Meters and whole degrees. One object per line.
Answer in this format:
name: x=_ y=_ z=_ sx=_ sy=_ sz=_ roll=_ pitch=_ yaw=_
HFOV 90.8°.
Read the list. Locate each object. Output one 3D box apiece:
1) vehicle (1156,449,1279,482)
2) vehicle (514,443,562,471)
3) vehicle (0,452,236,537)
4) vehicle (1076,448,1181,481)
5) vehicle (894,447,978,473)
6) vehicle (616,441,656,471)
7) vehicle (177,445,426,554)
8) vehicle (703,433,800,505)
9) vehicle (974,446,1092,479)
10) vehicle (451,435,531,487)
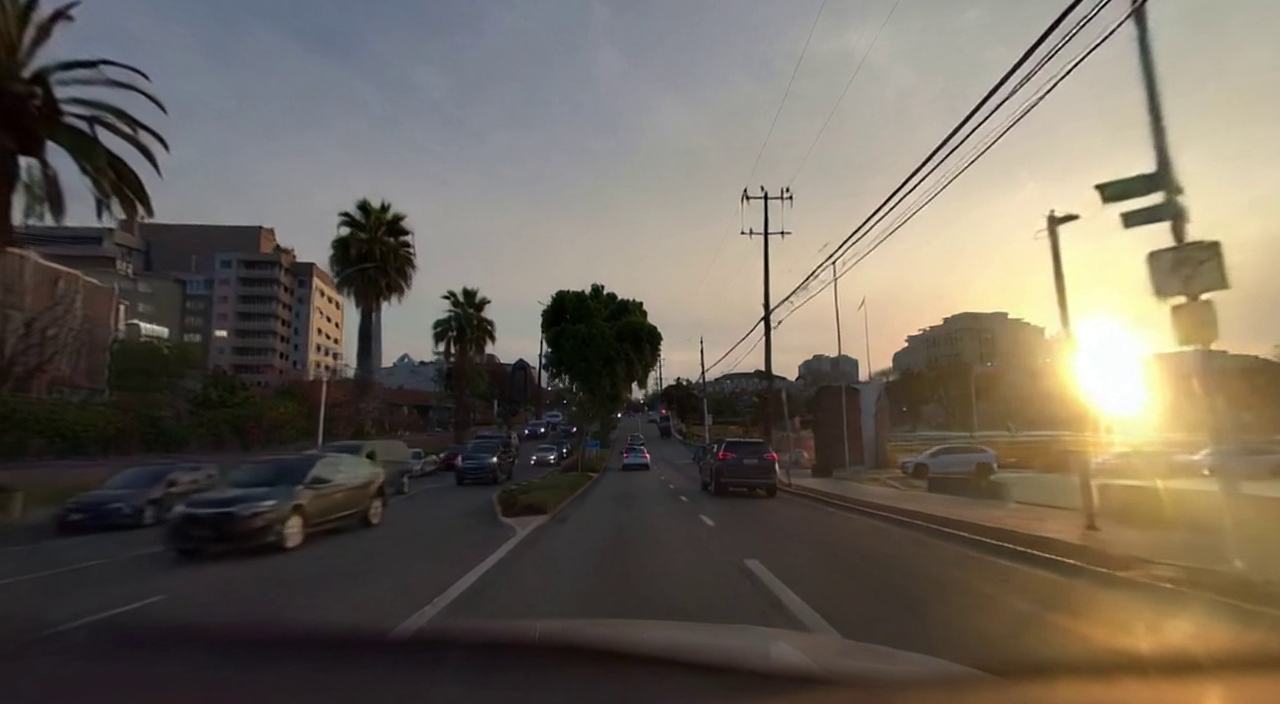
vehicle: x=30.030 y=5.888 z=32.850 sx=4.463 sy=1.600 sz=2.122 roll=0 pitch=-8 yaw=1
vehicle: x=-6.083 y=6.283 z=38.127 sx=2.168 sy=1.572 sz=4.635 roll=0 pitch=-8 yaw=-1
vehicle: x=-11.957 y=3.219 z=14.899 sx=2.062 sy=1.609 sz=4.233 roll=0 pitch=-8 yaw=-1
vehicle: x=25.411 y=5.845 z=32.977 sx=3.611 sy=1.590 sz=2.171 roll=0 pitch=-8 yaw=-1
vehicle: x=20.258 y=7.390 z=43.343 sx=4.540 sy=1.386 sz=2.337 roll=-4 pitch=-8 yaw=-1
vehicle: x=-0.254 y=6.108 z=37.211 sx=2.196 sy=1.655 sz=3.939 roll=0 pitch=-8 yaw=-1
vehicle: x=-5.710 y=2.487 z=11.485 sx=2.074 sy=1.541 sz=4.395 roll=0 pitch=-8 yaw=0
vehicle: x=3.139 y=3.391 z=18.786 sx=1.995 sy=1.858 sz=4.333 roll=0 pitch=-8 yaw=-1
vehicle: x=20.491 y=5.765 z=33.084 sx=4.673 sy=1.592 sz=2.193 roll=-1 pitch=-8 yaw=2
vehicle: x=-5.919 y=4.374 z=25.806 sx=2.106 sy=1.890 sz=4.783 roll=0 pitch=-8 yaw=0
